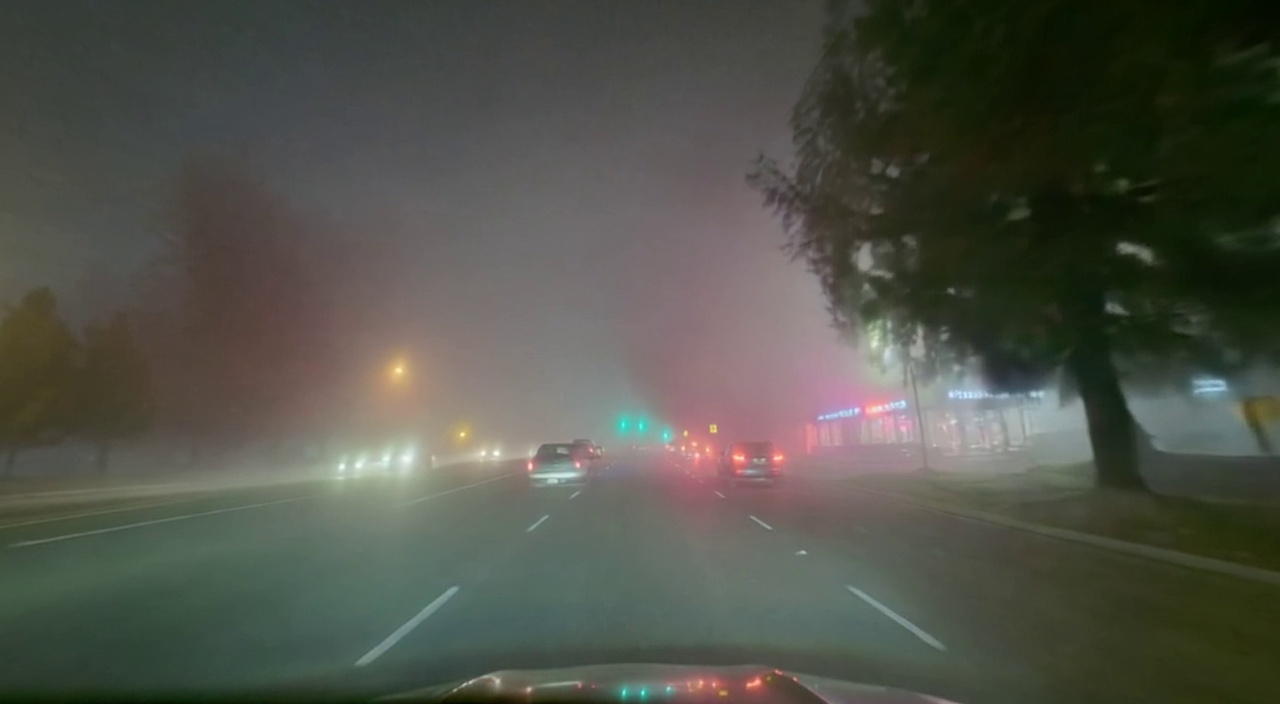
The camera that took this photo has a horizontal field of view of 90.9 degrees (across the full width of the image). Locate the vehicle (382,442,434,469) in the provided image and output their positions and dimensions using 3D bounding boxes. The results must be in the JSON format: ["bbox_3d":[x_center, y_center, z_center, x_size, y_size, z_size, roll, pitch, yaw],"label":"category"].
[{"bbox_3d":[-15.299,6.863,41.845,1.863,1.658,4.078,0,-8,1],"label":"vehicle"}]

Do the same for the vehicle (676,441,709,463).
[{"bbox_3d":[3.723,7.113,45.083,1.913,1.463,4.198,0,-8,-1],"label":"vehicle"}]

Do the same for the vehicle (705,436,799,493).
[{"bbox_3d":[3.232,3.338,19.091,1.948,1.474,4.360,0,-8,-1],"label":"vehicle"}]

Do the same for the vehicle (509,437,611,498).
[{"bbox_3d":[-2.013,3.062,17.089,1.971,1.433,3.923,-1,-8,5],"label":"vehicle"}]

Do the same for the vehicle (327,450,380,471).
[{"bbox_3d":[-21.899,8.288,48.390,1.848,1.450,4.678,0,-8,0],"label":"vehicle"}]
